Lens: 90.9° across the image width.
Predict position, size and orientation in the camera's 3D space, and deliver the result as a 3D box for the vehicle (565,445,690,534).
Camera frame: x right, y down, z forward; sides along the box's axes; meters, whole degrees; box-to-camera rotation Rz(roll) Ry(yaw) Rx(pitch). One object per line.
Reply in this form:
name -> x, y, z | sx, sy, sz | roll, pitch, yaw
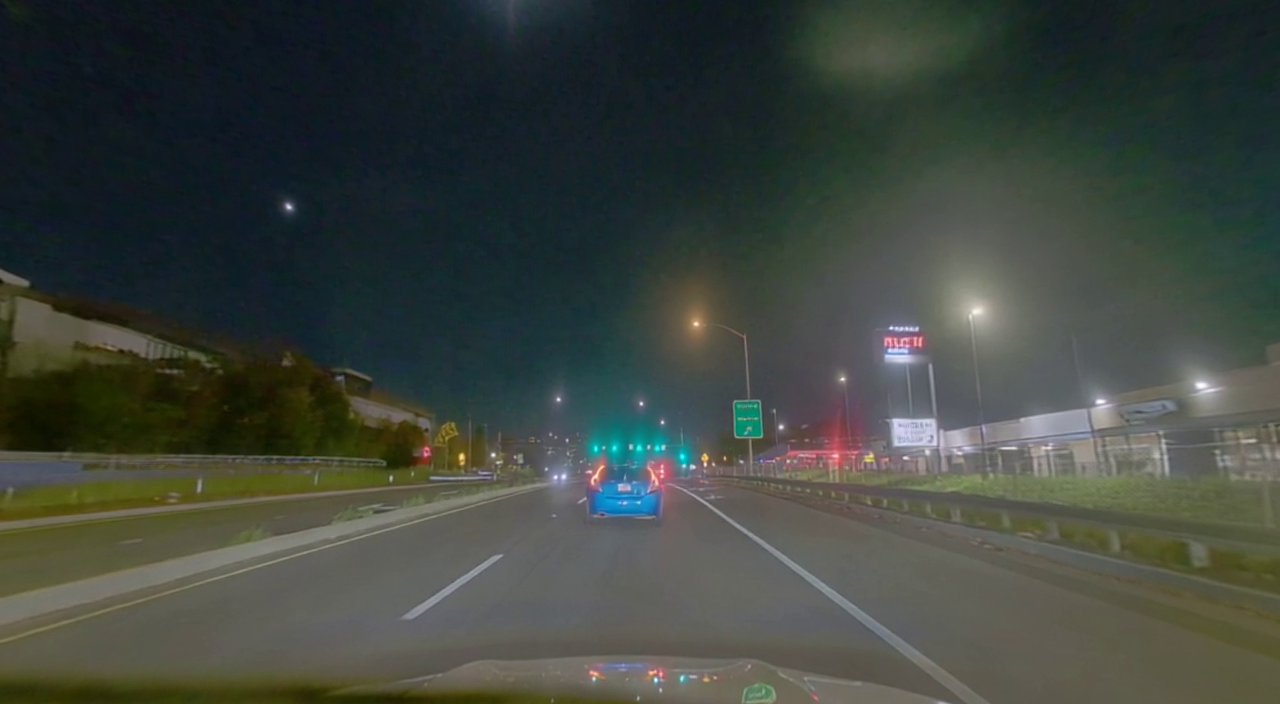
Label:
vehicle -> -0.228, 2.589, 12.455 | 2.063, 1.442, 3.933 | 0, -9, 0
